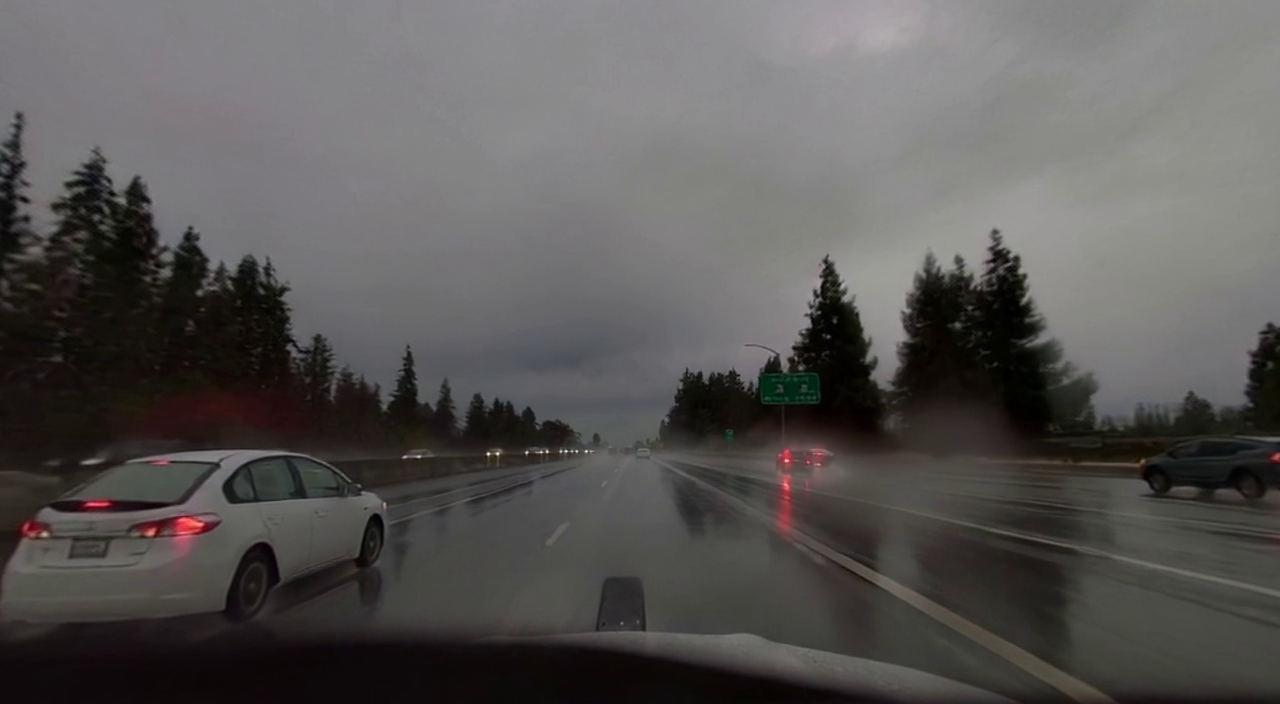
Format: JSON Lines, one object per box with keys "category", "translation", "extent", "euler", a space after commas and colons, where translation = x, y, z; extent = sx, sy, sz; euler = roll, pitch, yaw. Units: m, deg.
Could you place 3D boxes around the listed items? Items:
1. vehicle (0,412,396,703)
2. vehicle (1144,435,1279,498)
{"category": "vehicle", "translation": [-3.986, 1.456, 5.550], "extent": [1.988, 1.585, 4.215], "euler": [0, -9, 0]}
{"category": "vehicle", "translation": [18.678, 3.444, 19.173], "extent": [1.973, 1.766, 4.726], "euler": [3, -10, -21]}
